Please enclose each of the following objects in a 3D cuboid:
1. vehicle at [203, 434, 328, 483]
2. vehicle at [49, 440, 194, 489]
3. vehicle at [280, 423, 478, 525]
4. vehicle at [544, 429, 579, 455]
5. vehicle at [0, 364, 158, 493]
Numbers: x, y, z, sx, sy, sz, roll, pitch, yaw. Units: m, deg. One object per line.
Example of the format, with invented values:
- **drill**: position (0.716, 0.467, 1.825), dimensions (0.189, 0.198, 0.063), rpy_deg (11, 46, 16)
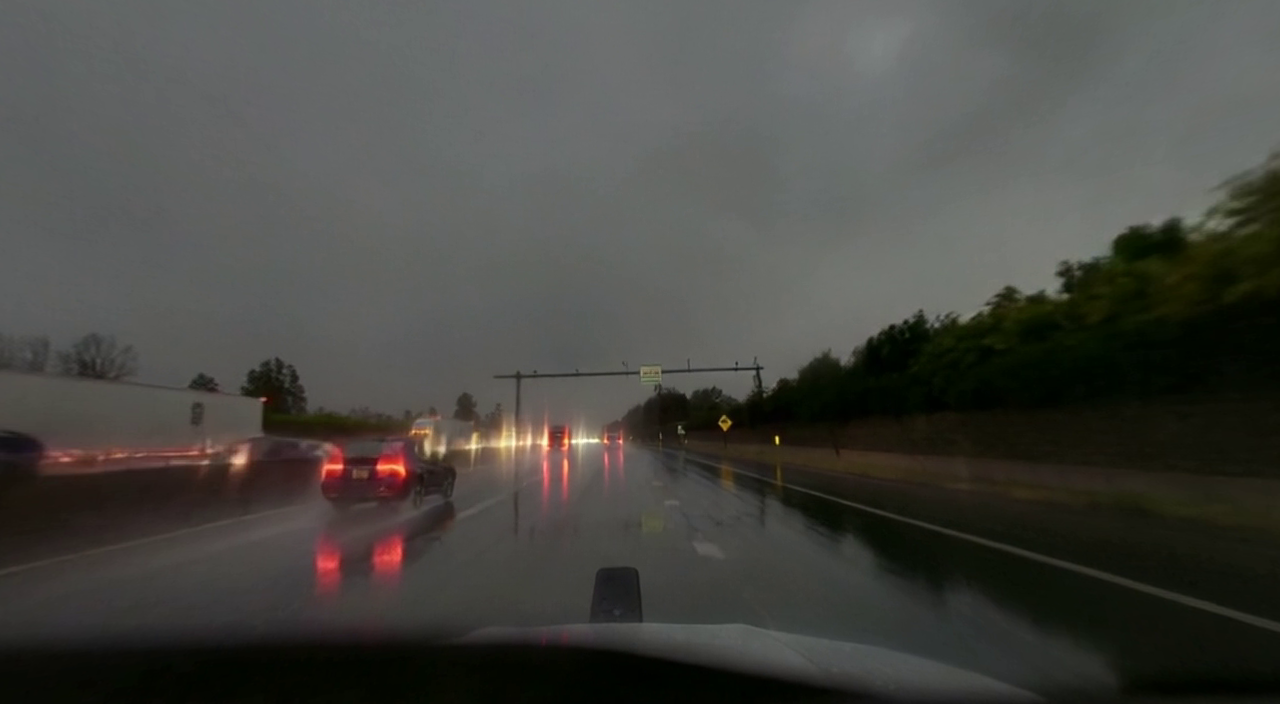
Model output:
- **vehicle**: position (-12.417, 3.513, 21.162), dimensions (1.947, 1.471, 3.746), rpy_deg (0, -8, -1)
- **vehicle**: position (-17.025, 3.666, 20.881), dimensions (1.788, 1.466, 3.581), rpy_deg (0, -8, -2)
- **vehicle**: position (-4.535, 2.152, 11.751), dimensions (1.953, 1.550, 4.167), rpy_deg (0, -8, -1)
- **vehicle**: position (-5.982, 6.912, 48.533), dimensions (2.115, 1.887, 4.721), rpy_deg (0, -8, -1)
- **vehicle**: position (-21.010, 2.422, 19.786), dimensions (3.279, 3.865, 10.932), rpy_deg (0, -8, -2)
